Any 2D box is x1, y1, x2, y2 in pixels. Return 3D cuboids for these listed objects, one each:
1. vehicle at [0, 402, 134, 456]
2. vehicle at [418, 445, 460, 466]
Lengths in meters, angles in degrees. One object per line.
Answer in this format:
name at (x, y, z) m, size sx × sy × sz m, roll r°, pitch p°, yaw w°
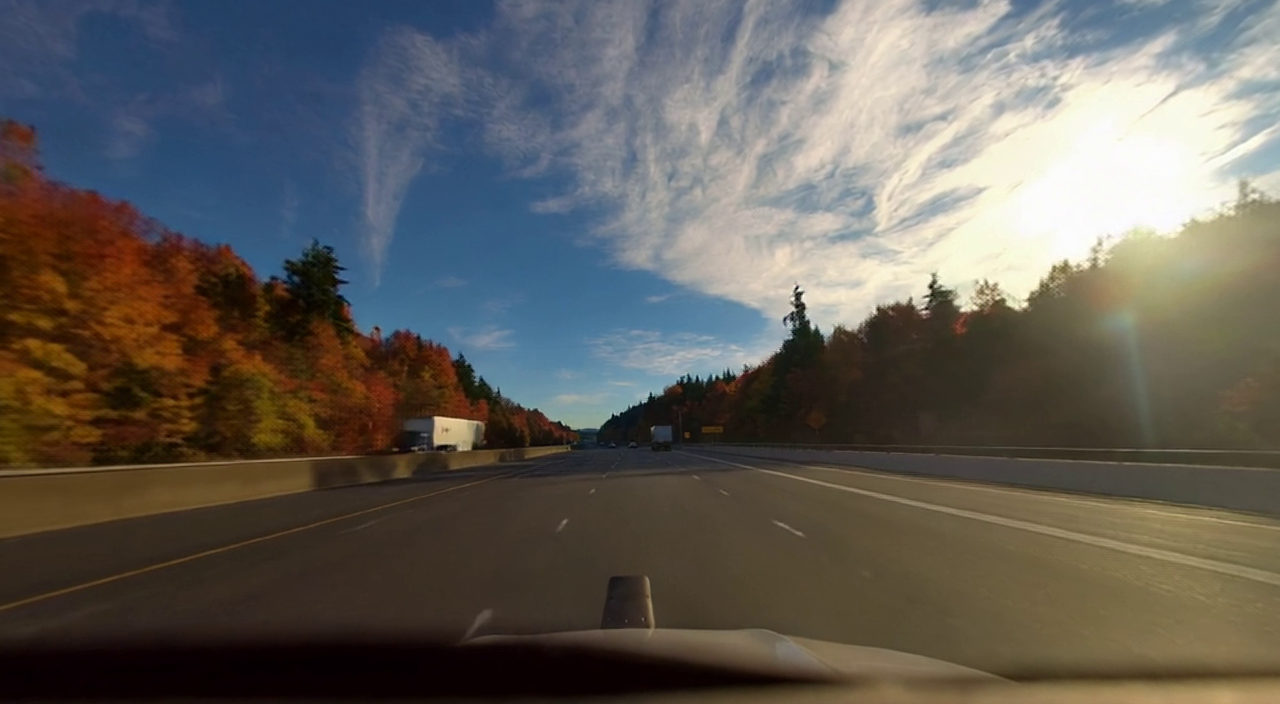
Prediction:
vehicle at (-47.279, 5.591, 45.534) m, size 3.037 × 3.868 × 17.413 m, roll -3°, pitch -8°, yaw 19°
vehicle at (-15.382, 7.943, 48.382) m, size 1.757 × 1.521 × 4.154 m, roll 0°, pitch -8°, yaw 1°
